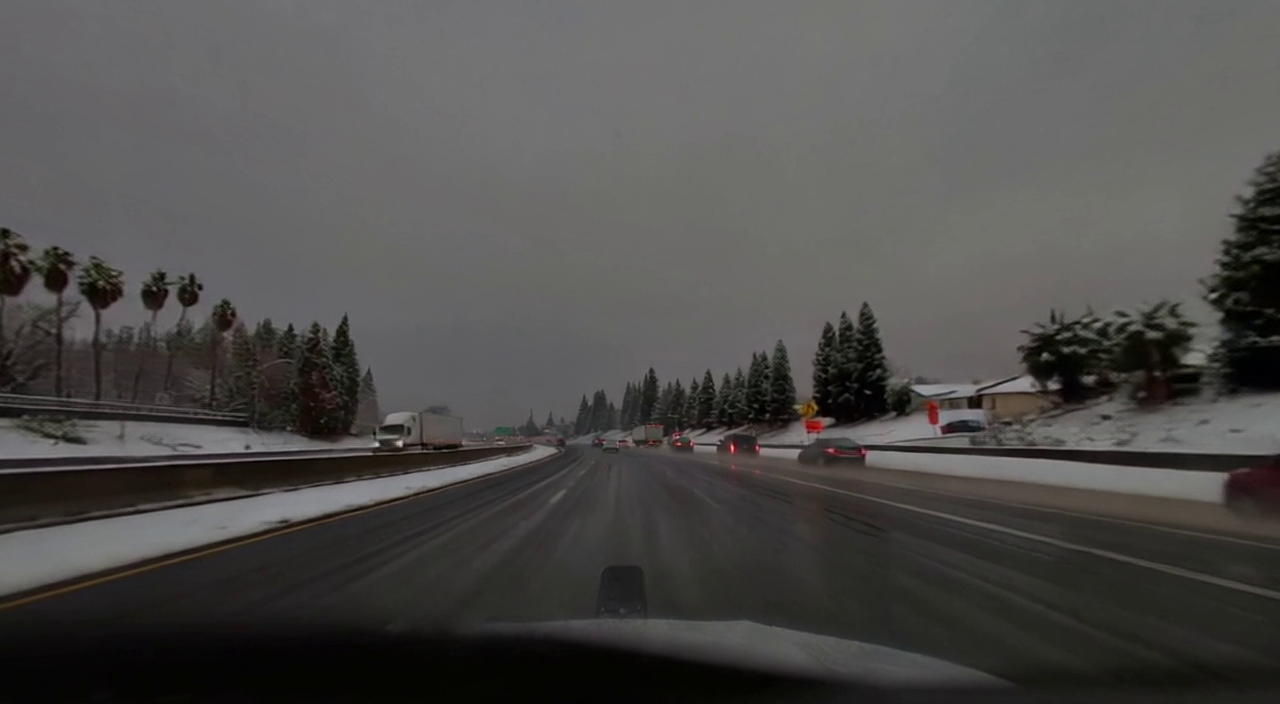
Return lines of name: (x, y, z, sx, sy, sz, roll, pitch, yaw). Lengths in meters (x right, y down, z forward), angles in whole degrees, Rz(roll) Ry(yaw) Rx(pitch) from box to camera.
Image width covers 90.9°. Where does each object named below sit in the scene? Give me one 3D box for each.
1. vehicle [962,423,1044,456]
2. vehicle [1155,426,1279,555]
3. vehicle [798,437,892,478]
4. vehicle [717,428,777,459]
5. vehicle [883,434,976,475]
vehicle: (22.976, 5.604, 40.185, 2.085, 1.989, 4.825, 0, -8, -3)
vehicle: (8.455, 1.506, 6.656, 2.092, 1.478, 4.647, 0, -8, 0)
vehicle: (8.094, 4.201, 25.395, 2.080, 1.457, 4.404, 0, -8, -4)
vehicle: (7.255, 6.349, 43.661, 2.622, 1.977, 6.537, 0, -8, -4)
vehicle: (12.398, 4.405, 27.280, 1.864, 1.574, 4.059, 0, -8, -4)
